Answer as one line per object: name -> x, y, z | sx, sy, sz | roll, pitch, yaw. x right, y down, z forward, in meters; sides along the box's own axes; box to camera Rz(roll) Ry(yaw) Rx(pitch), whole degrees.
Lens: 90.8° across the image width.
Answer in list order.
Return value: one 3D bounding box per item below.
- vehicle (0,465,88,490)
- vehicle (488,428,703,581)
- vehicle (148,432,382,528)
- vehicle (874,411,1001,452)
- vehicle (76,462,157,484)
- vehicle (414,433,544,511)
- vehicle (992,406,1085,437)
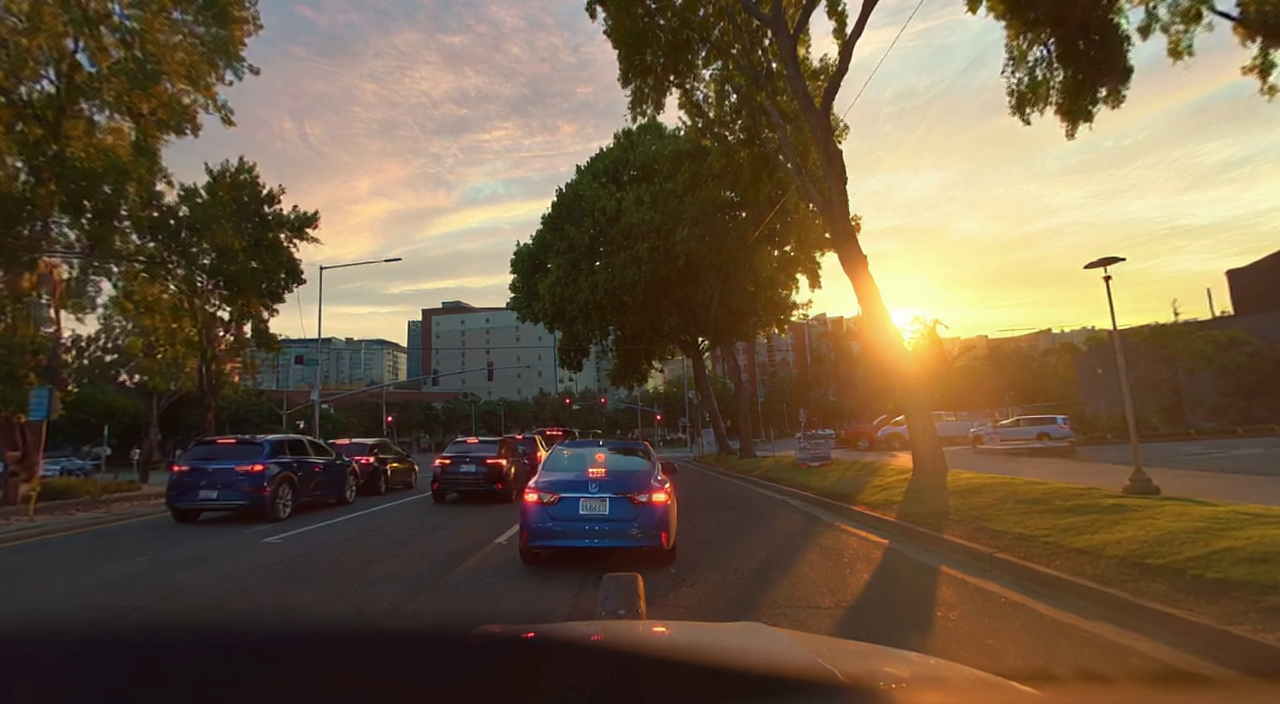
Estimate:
vehicle -> -36.622, 7.633, 38.544 | 4.093, 1.440, 1.804 | 0, -9, 0
vehicle -> -0.419, 1.802, 8.235 | 2.104, 1.472, 3.946 | 0, -9, 0
vehicle -> -7.278, 2.506, 12.942 | 2.096, 1.593, 4.288 | 0, -9, 1
vehicle -> 13.940, 3.779, 29.826 | 4.975, 1.809, 1.956 | 0, -9, 1
vehicle -> -36.342, 8.392, 43.883 | 3.918, 1.423, 1.861 | 0, -9, -1
vehicle -> -3.624, 2.768, 15.021 | 1.969, 1.570, 4.019 | 0, -9, 1
vehicle -> 28.231, 4.968, 44.998 | 5.333, 1.880, 2.130 | -7, -9, 28
